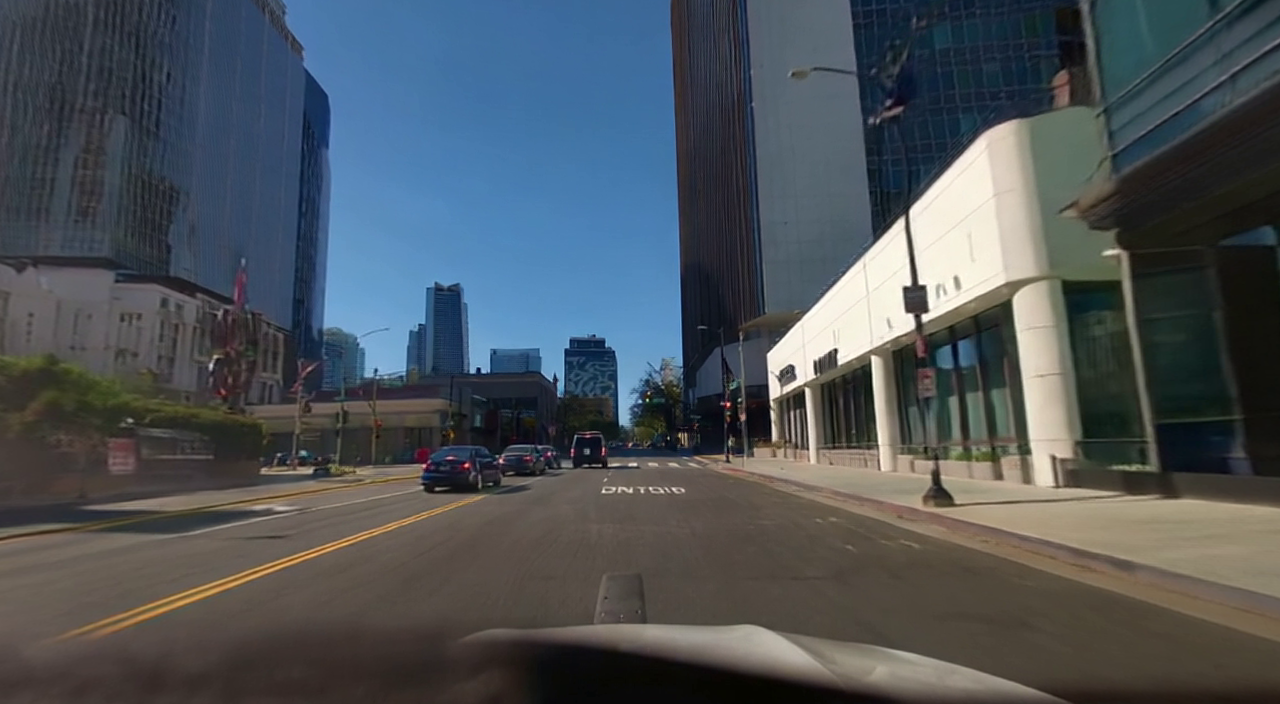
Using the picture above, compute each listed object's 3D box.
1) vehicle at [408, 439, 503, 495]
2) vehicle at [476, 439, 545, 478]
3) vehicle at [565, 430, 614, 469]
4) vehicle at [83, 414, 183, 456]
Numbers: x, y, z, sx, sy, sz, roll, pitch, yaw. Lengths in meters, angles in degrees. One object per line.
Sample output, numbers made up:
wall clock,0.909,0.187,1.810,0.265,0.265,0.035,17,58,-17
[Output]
vehicle,-5.693,3.570,19.977,1.889,1.572,3.599,0,-8,0
vehicle,-5.936,4.932,29.577,2.228,1.652,4.593,0,-8,0
vehicle,-2.948,5.841,38.060,2.496,2.155,5.468,0,-8,0
vehicle,-25.720,4.248,32.116,3.572,2.012,1.872,-2,-8,7
